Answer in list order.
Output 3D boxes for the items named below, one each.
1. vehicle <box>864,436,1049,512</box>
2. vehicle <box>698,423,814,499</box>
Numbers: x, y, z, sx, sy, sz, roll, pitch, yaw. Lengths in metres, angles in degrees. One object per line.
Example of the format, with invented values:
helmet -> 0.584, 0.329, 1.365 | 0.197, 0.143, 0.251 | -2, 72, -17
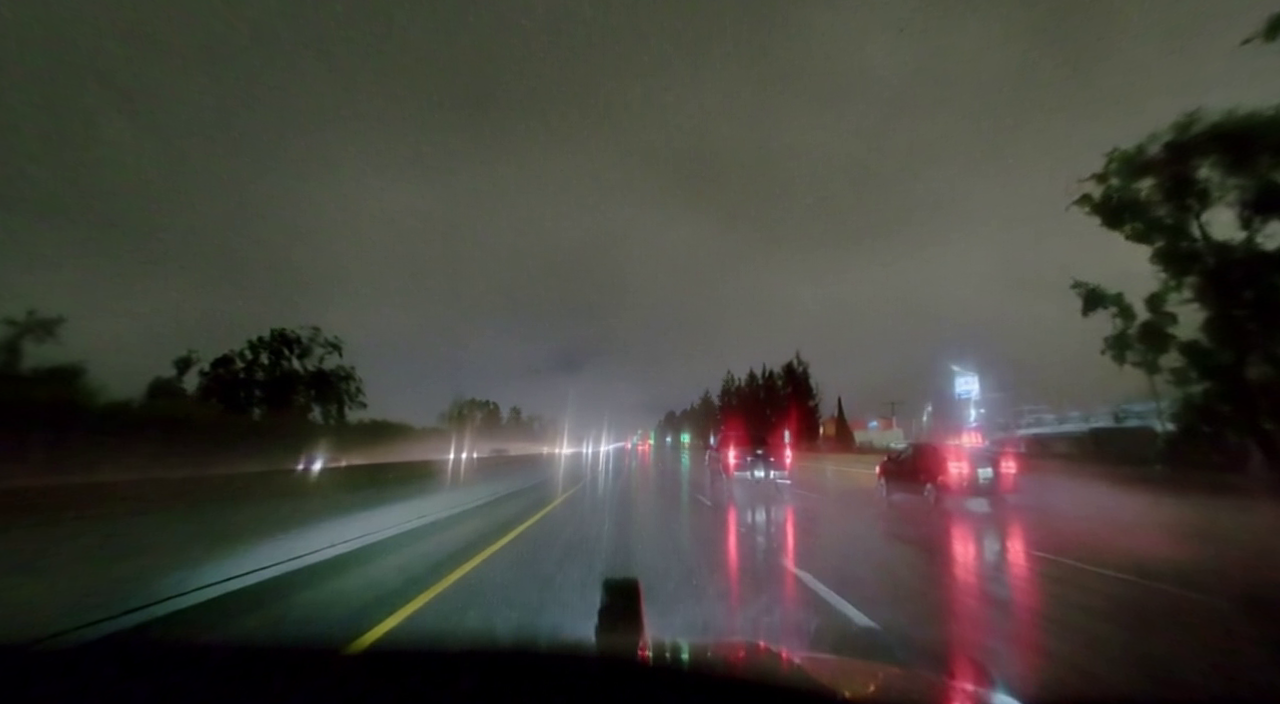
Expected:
vehicle -> 6.866, 2.674, 14.303 | 2.009, 1.456, 4.097 | 0, -9, -1
vehicle -> 3.027, 3.000, 17.786 | 2.258, 1.824, 4.908 | 0, -9, -1
